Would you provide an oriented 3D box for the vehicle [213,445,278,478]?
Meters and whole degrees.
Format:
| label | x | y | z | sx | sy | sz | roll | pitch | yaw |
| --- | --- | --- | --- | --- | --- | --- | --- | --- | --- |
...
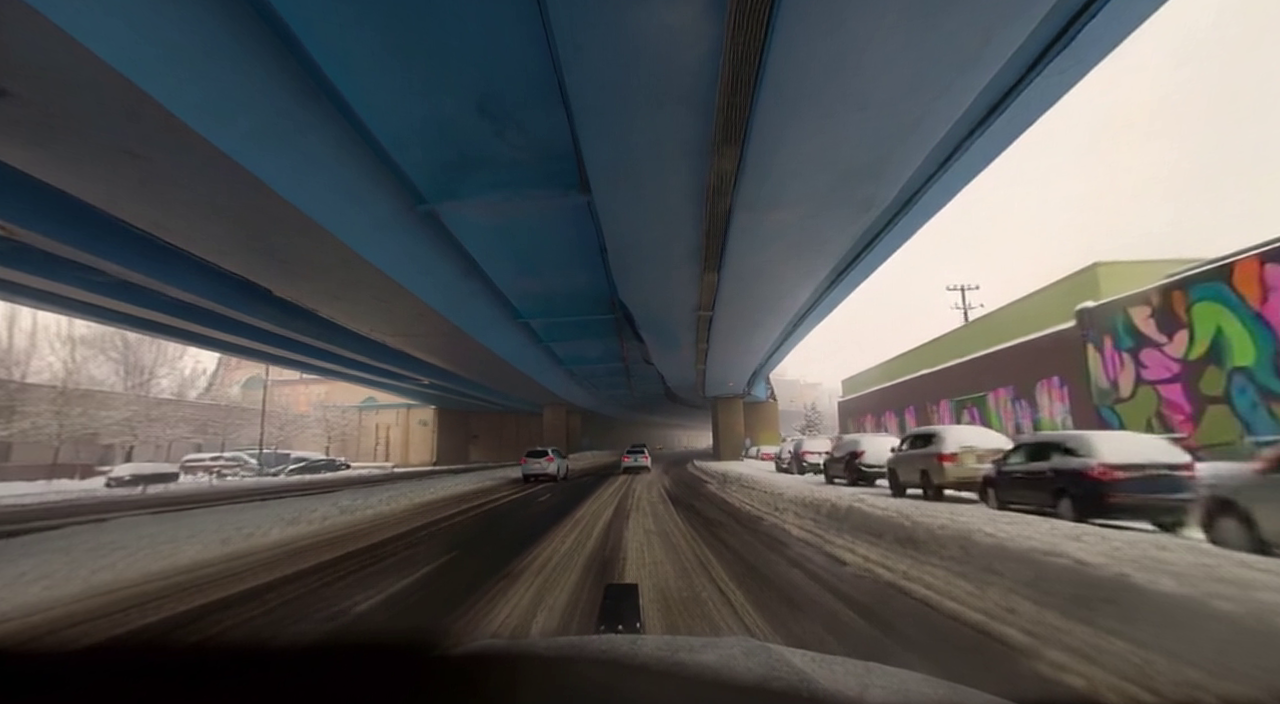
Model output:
| label | x | y | z | sx | sy | sz | roll | pitch | yaw |
| --- | --- | --- | --- | --- | --- | --- | --- | --- | --- |
| vehicle | -30.384 | 8.387 | 48.807 | 1.933 | 2.393 | 4.896 | 0 | -8 | -2 |

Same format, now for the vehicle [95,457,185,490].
| label | x | y | z | sx | sy | sz | roll | pitch | yaw |
| --- | --- | --- | --- | --- | --- | --- | --- | --- | --- |
| vehicle | -29.462 | 7.147 | 37.441 | 2.035 | 1.764 | 4.157 | 1 | -9 | -4 |

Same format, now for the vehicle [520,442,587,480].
| label | x | y | z | sx | sy | sz | roll | pitch | yaw |
| --- | --- | --- | --- | --- | --- | --- | --- | --- | --- |
| vehicle | -3.665 | 4.714 | 27.634 | 2.024 | 1.533 | 4.549 | -1 | -9 | 3 |

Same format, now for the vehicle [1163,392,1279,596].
| label | x | y | z | sx | sy | sz | roll | pitch | yaw |
| --- | --- | --- | --- | --- | --- | --- | --- | --- | --- |
| vehicle | 6.437 | 1.090 | 4.568 | 1.940 | 1.738 | 3.956 | 0 | -9 | 2 |

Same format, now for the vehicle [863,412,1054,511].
| label | x | y | z | sx | sy | sz | roll | pitch | yaw |
| --- | --- | --- | --- | --- | --- | --- | --- | --- | --- |
| vehicle | 6.992 | 2.467 | 14.555 | 2.114 | 1.911 | 4.402 | 0 | -9 | 1 |

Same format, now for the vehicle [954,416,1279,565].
| label | x | y | z | sx | sy | sz | roll | pitch | yaw |
| --- | --- | --- | --- | --- | --- | --- | --- | --- | --- |
| vehicle | 6.646 | 1.857 | 9.193 | 1.871 | 1.619 | 4.408 | 0 | -9 | 0 |

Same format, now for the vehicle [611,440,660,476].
| label | x | y | z | sx | sy | sz | roll | pitch | yaw |
| --- | --- | --- | --- | --- | --- | --- | --- | --- | --- |
| vehicle | -0.163 | 4.894 | 29.435 | 2.155 | 1.571 | 3.734 | 0 | -9 | 1 |

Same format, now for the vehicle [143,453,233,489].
| label | x | y | z | sx | sy | sz | roll | pitch | yaw |
| --- | --- | --- | --- | --- | --- | --- | --- | --- | --- |
| vehicle | -27.002 | 7.095 | 37.974 | 1.971 | 1.939 | 4.729 | 1 | -9 | -1 |
